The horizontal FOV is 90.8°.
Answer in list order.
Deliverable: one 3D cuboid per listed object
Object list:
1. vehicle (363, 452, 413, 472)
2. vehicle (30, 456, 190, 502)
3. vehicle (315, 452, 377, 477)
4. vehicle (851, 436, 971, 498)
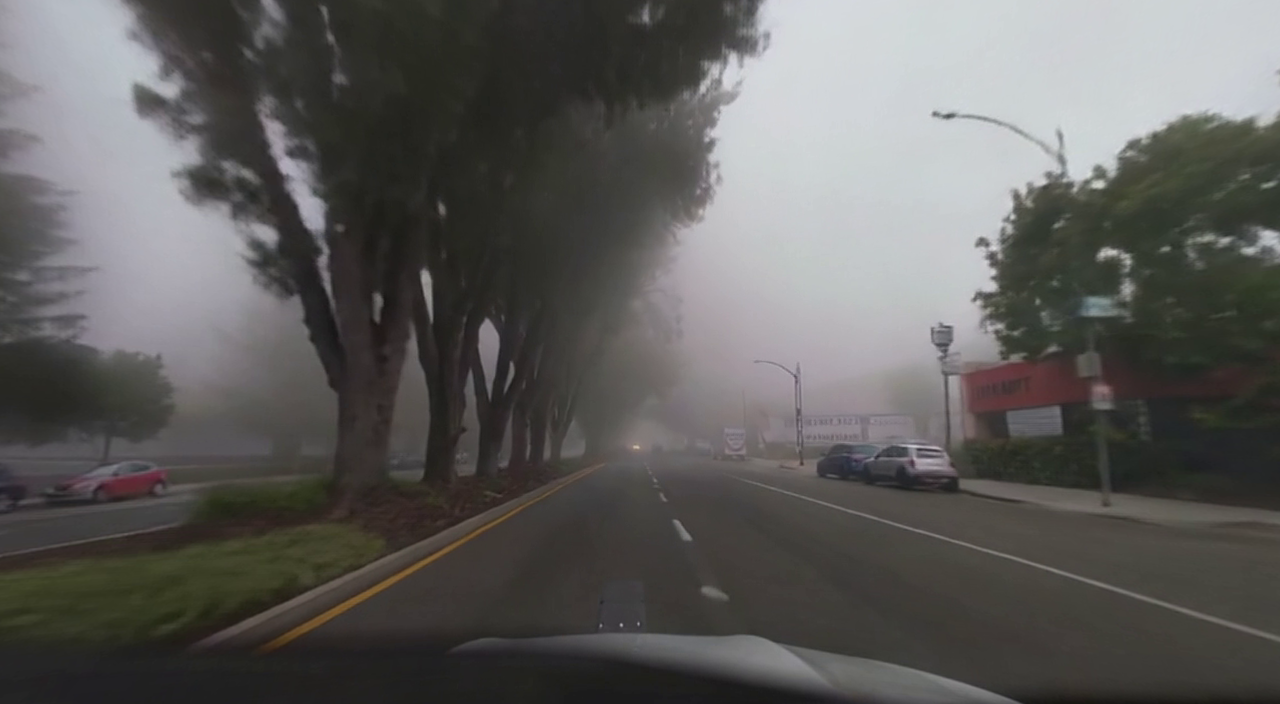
[{"bbox_3d":[-19.456,8.480,48.918,1.787,1.482,4.645,-1,-9,3],"label":"vehicle"},{"bbox_3d":[-19.631,4.692,23.769,1.840,1.464,4.781,0,-9,1],"label":"vehicle"},{"bbox_3d":[-19.537,7.463,42.223,1.890,1.468,4.727,0,-9,0],"label":"vehicle"},{"bbox_3d":[9.161,3.885,21.830,1.994,1.738,4.622,5,-9,-2],"label":"vehicle"}]
